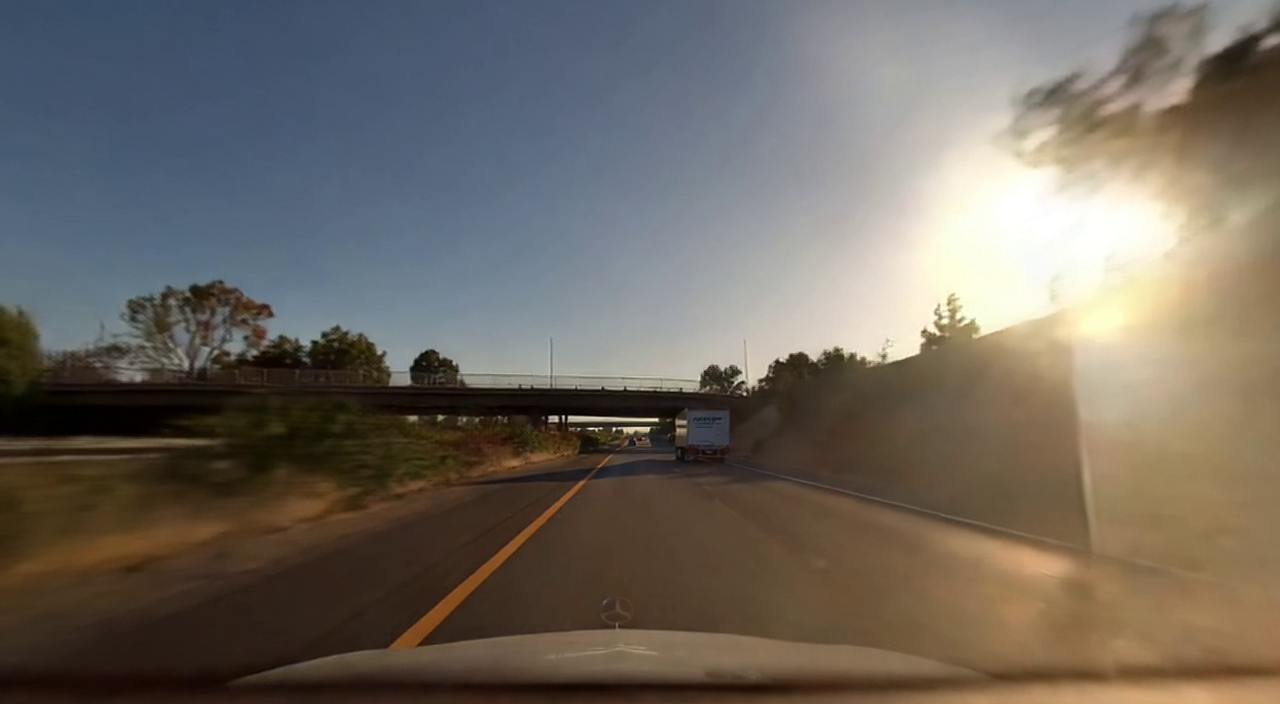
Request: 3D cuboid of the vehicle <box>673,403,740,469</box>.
[{"bbox_3d":[3.431,4.608,34.445,2.702,3.193,7.196,-1,-8,-1],"label":"vehicle"}]
